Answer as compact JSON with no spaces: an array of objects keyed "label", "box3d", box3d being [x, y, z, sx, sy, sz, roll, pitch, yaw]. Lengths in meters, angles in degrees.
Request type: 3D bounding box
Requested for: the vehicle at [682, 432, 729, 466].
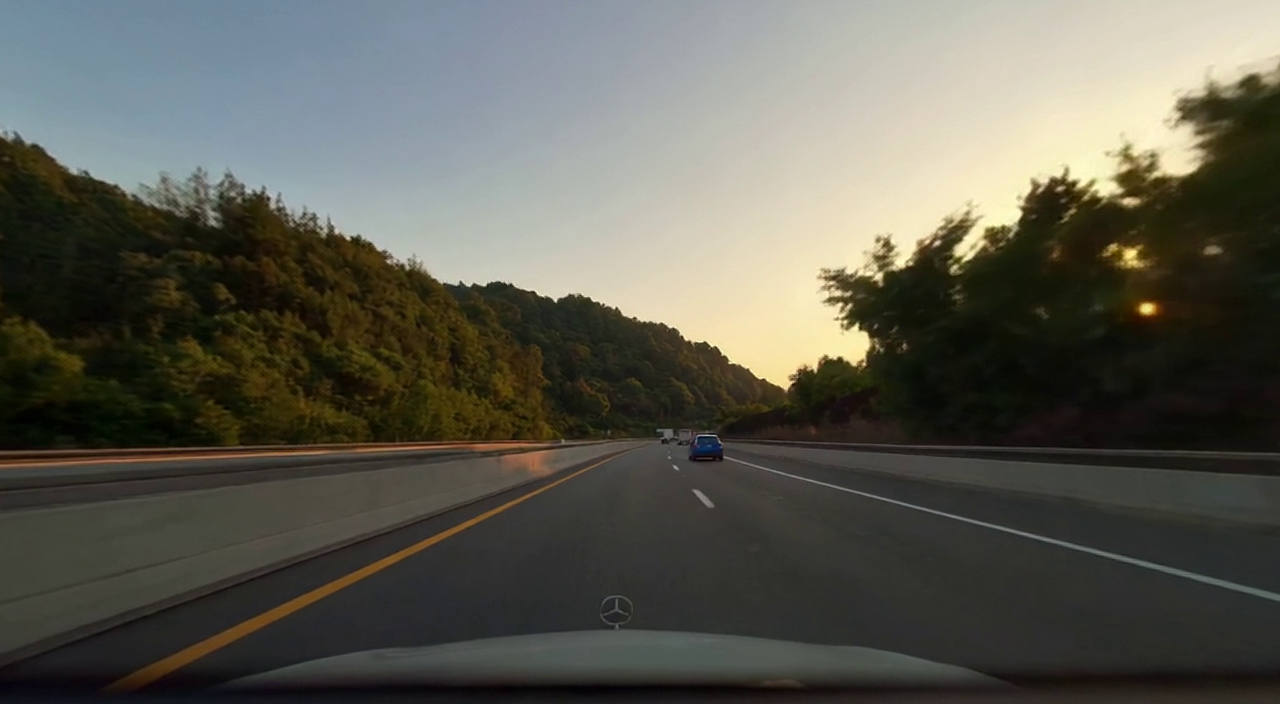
[{"label":"vehicle","box3d":[3.411,5.144,33.481,2.022,1.663,4.245,0,-8,0]}]
